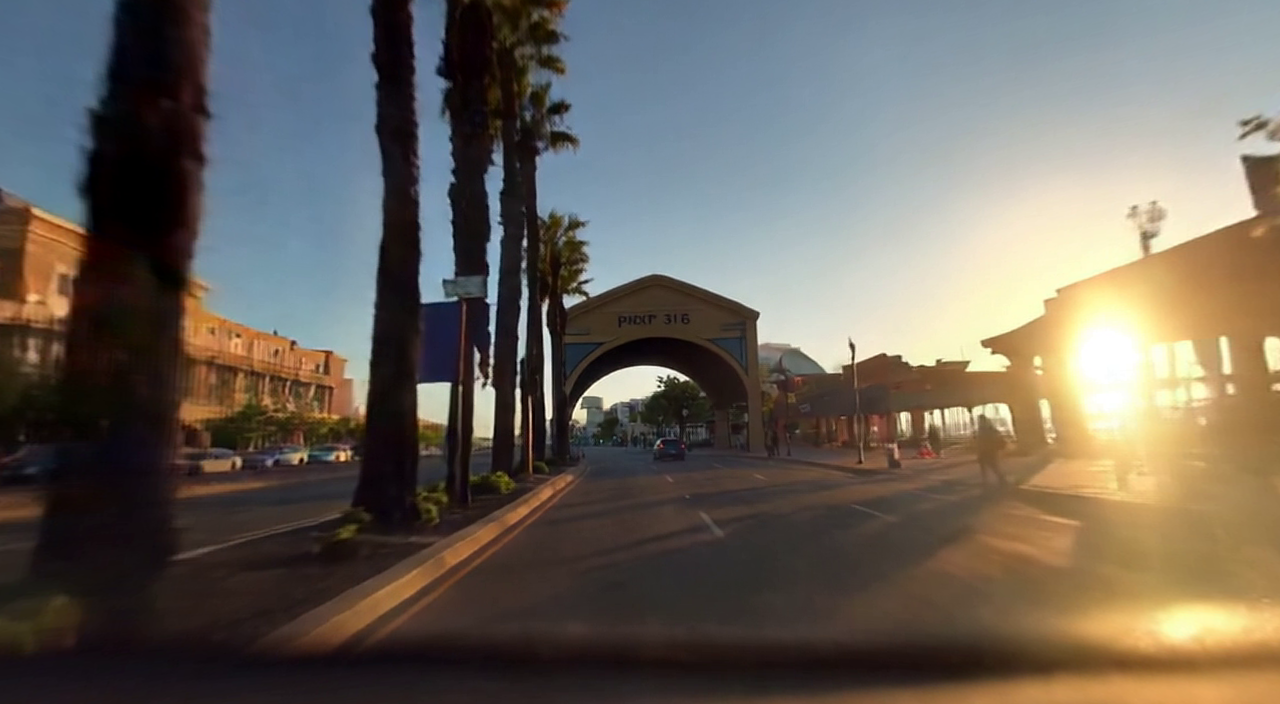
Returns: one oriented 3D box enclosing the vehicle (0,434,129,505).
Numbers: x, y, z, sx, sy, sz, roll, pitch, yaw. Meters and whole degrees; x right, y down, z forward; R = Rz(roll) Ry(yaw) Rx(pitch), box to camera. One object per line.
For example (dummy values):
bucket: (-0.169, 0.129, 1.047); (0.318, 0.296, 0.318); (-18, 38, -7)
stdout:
vehicle: (-18.359, 3.453, 18.950); (2.136, 1.890, 4.670); (0, -8, -1)

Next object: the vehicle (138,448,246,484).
vehicle: (-21.816, 5.533, 31.044); (1.866, 1.553, 4.835); (0, -8, -1)

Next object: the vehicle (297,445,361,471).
vehicle: (-22.052, 7.487, 44.990); (2.285, 1.689, 4.968); (0, -8, -4)

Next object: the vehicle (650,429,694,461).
vehicle: (2.027, 6.295, 42.739); (2.284, 2.010, 6.670); (0, -8, -3)
